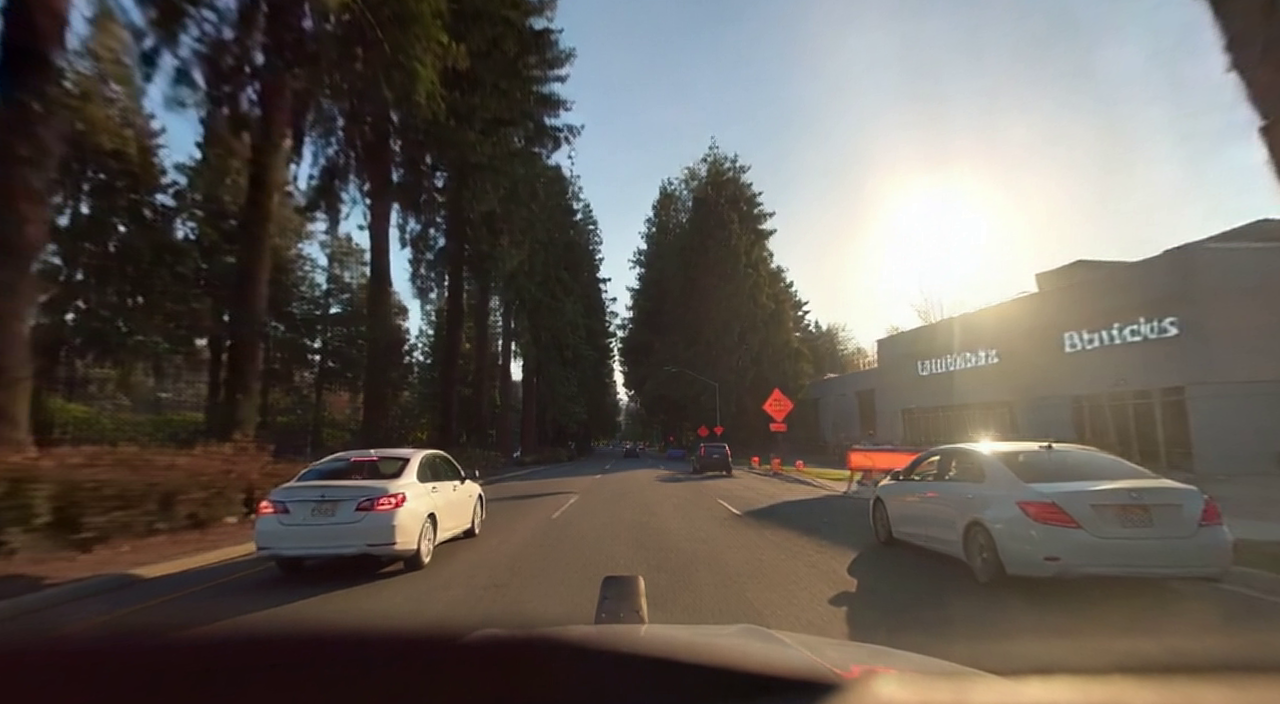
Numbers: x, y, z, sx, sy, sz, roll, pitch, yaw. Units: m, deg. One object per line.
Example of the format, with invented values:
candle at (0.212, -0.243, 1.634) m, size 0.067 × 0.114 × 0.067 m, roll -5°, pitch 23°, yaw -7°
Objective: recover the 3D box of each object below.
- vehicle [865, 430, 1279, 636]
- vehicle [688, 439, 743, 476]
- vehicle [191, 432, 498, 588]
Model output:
vehicle at (4.011, 1.624, 6.605) m, size 1.827 × 1.491 × 3.743 m, roll 0°, pitch -9°, yaw -1°
vehicle at (3.901, 5.556, 33.471) m, size 2.159 × 1.793 × 4.735 m, roll 0°, pitch -9°, yaw -2°
vehicle at (-3.321, 1.839, 8.201) m, size 2.020 × 1.474 × 4.098 m, roll 0°, pitch -9°, yaw -1°
